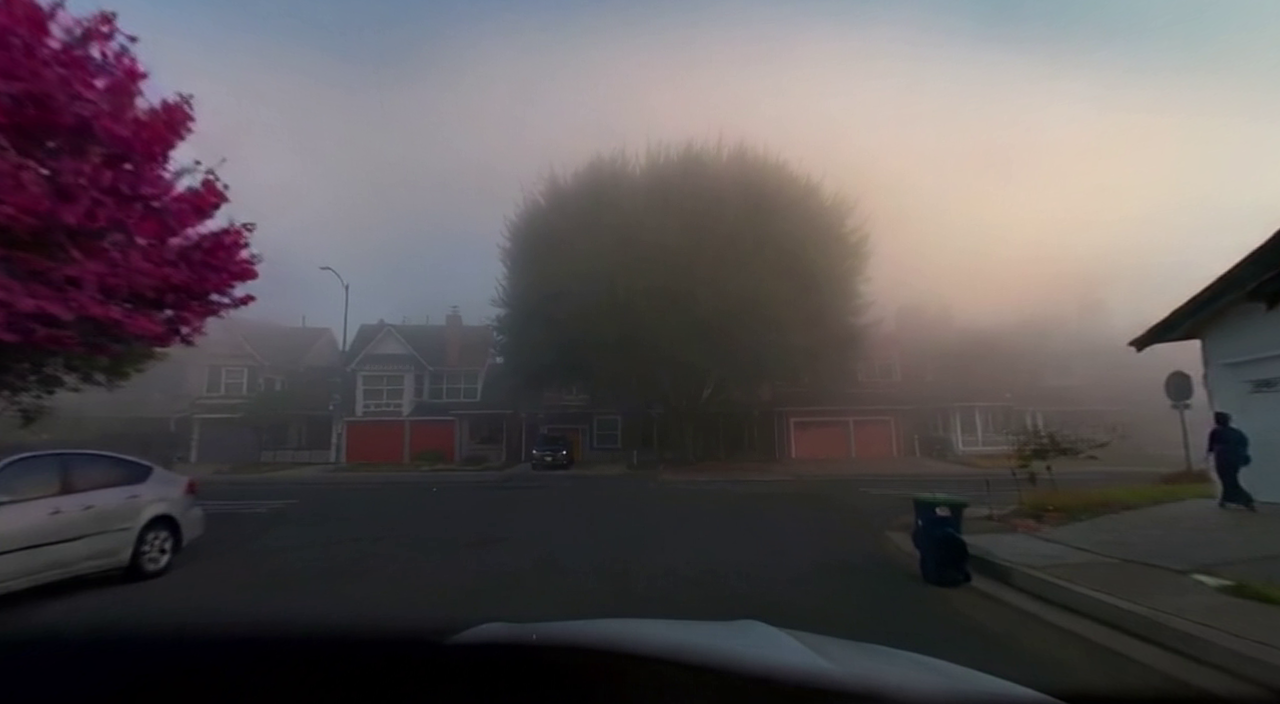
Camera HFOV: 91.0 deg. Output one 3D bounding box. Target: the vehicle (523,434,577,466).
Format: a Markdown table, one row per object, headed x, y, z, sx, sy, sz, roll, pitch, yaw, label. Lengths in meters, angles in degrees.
| x | y | z | sx | sy | sz | roll | pitch | yaw | label |
| --- | --- | --- | --- | --- | --- | --- | --- | --- | --- |
| -4.498 | 5.004 | 32.208 | 1.968 | 1.491 | 4.486 | 0 | -9 | 2 | vehicle |

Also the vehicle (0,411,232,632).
| x | y | z | sx | sy | sz | roll | pitch | yaw | label |
| --- | --- | --- | --- | --- | --- | --- | --- | --- | --- |
| -6.059 | 1.399 | 5.403 | 2.087 | 1.697 | 4.892 | 1 | -9 | -4 | vehicle |
